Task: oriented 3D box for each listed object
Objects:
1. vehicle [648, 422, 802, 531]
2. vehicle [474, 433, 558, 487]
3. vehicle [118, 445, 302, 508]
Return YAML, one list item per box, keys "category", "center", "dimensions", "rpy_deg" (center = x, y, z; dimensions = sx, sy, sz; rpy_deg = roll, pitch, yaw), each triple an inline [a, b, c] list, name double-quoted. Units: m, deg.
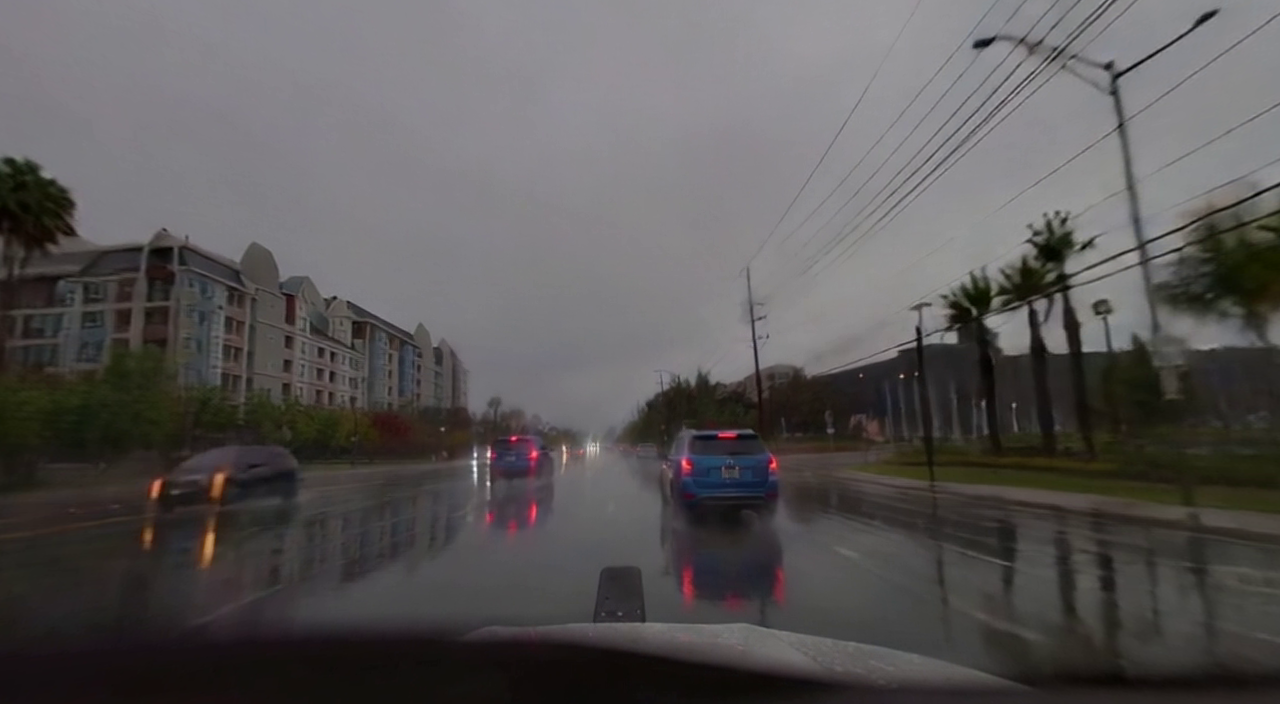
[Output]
- category: "vehicle"
  center: [1.388, 2.306, 12.201]
  dimensions: [2.198, 1.706, 4.166]
  rpy_deg: [0, -9, -3]
- category: "vehicle"
  center: [-4.497, 4.026, 23.761]
  dimensions: [2.169, 1.796, 4.821]
  rpy_deg: [0, -9, 0]
- category: "vehicle"
  center: [-12.377, 3.582, 18.675]
  dimensions: [1.996, 1.569, 5.041]
  rpy_deg: [0, -9, -2]
